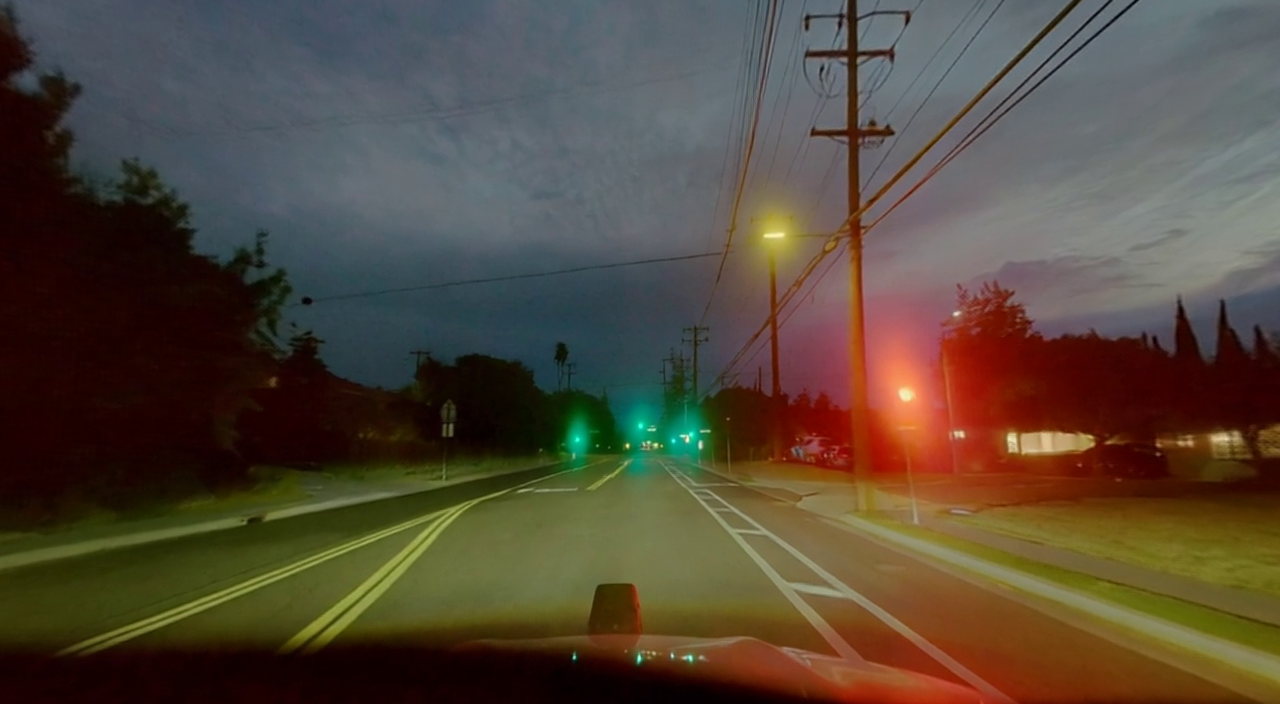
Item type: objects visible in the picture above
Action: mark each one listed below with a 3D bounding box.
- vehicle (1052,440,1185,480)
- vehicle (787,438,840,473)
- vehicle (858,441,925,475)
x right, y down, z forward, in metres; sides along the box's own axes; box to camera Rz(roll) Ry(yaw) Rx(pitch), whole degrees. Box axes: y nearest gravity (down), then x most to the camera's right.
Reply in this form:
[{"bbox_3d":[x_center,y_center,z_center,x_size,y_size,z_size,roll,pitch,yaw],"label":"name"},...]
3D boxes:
[{"bbox_3d":[21.141,4.755,27.969,3.943,1.664,2.391,0,-8,-1],"label":"vehicle"},{"bbox_3d":[10.379,6.223,38.035,1.912,1.953,4.651,0,-9,0],"label":"vehicle"},{"bbox_3d":[13.648,5.789,34.443,1.935,1.683,4.669,0,-9,3],"label":"vehicle"}]
